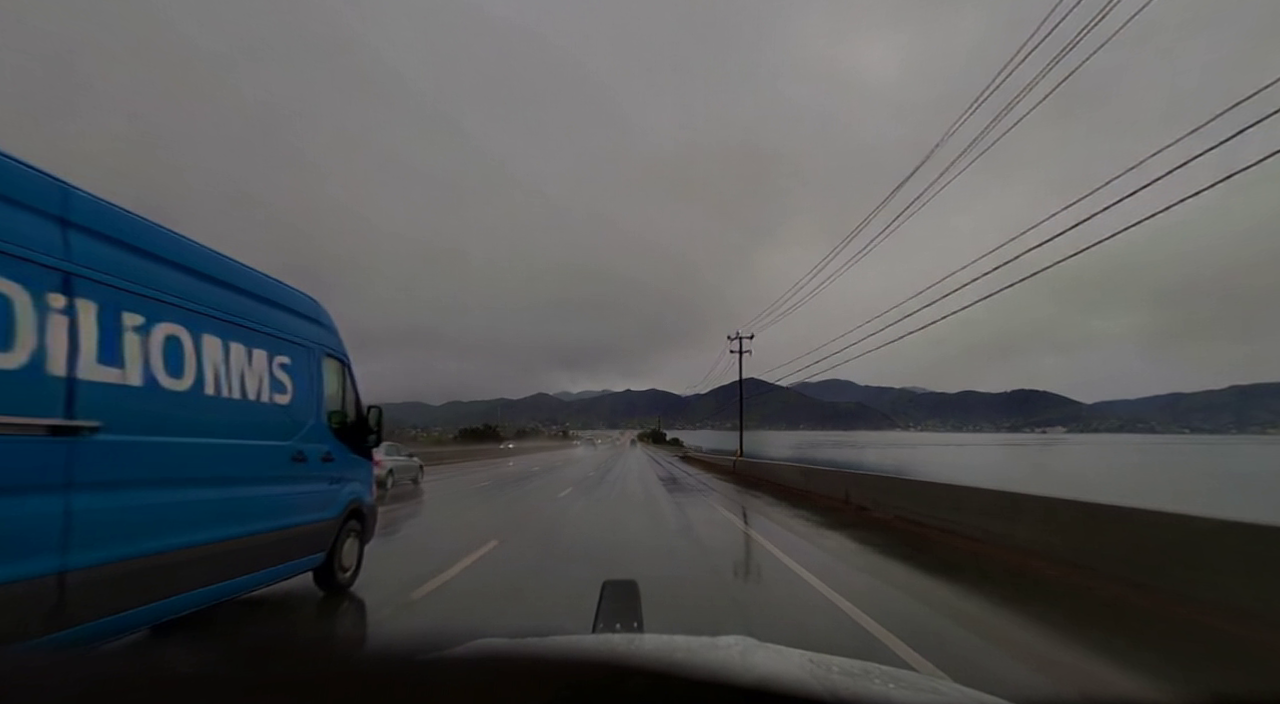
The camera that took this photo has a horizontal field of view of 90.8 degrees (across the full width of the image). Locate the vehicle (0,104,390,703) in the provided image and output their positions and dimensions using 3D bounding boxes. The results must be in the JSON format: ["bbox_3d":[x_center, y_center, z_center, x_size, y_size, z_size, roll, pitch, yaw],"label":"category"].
[{"bbox_3d":[-3.826,0.463,3.288,2.331,2.757,6.581,0,-8,0],"label":"vehicle"}]
